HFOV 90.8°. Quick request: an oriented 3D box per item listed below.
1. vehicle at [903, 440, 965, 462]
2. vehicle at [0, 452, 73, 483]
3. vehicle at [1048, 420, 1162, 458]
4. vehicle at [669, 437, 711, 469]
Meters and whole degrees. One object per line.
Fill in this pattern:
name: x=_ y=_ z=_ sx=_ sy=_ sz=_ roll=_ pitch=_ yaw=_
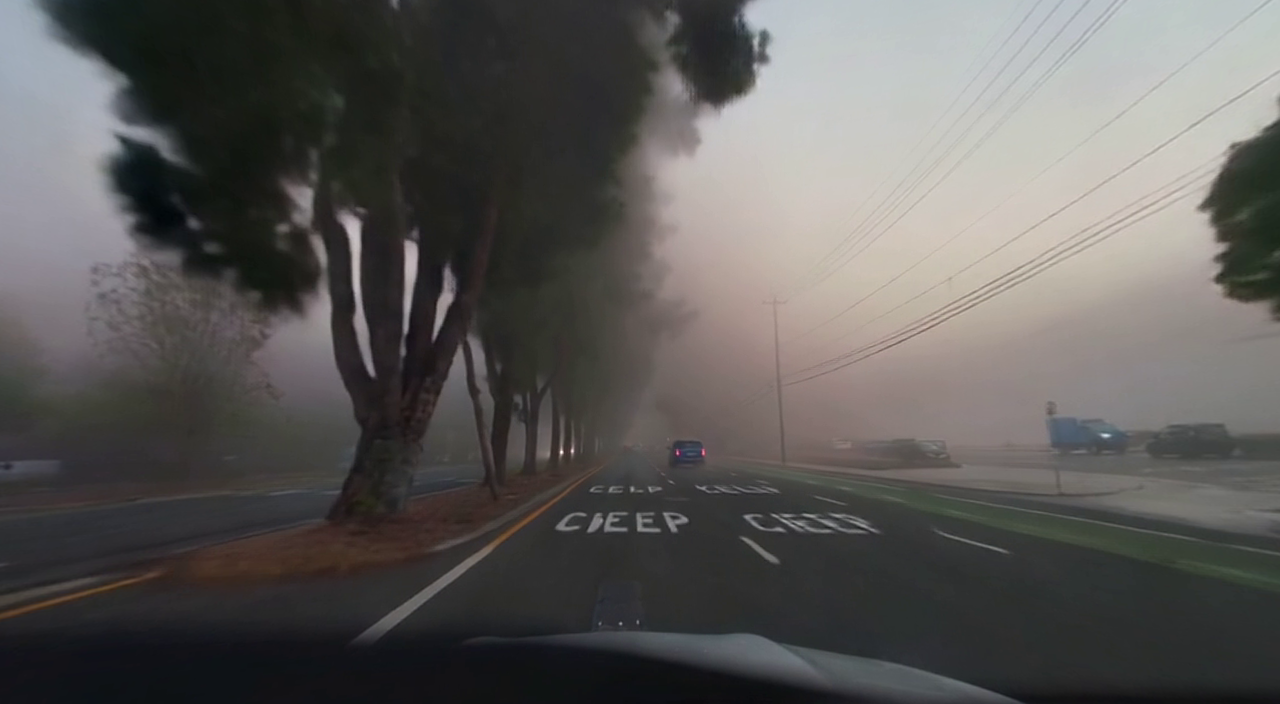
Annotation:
vehicle: x=20.011 y=6.757 z=43.267 sx=1.980 sy=1.423 sz=4.793 roll=1 pitch=-8 yaw=0
vehicle: x=-40.093 y=7.481 z=41.003 sx=4.422 sy=1.874 sz=2.112 roll=1 pitch=-8 yaw=-1
vehicle: x=29.535 y=5.596 z=40.512 sx=2.406 sy=2.215 sz=6.315 roll=0 pitch=-8 yaw=0
vehicle: x=3.026 y=6.173 z=38.858 sx=2.086 sy=1.803 sz=4.607 roll=1 pitch=-8 yaw=-2
